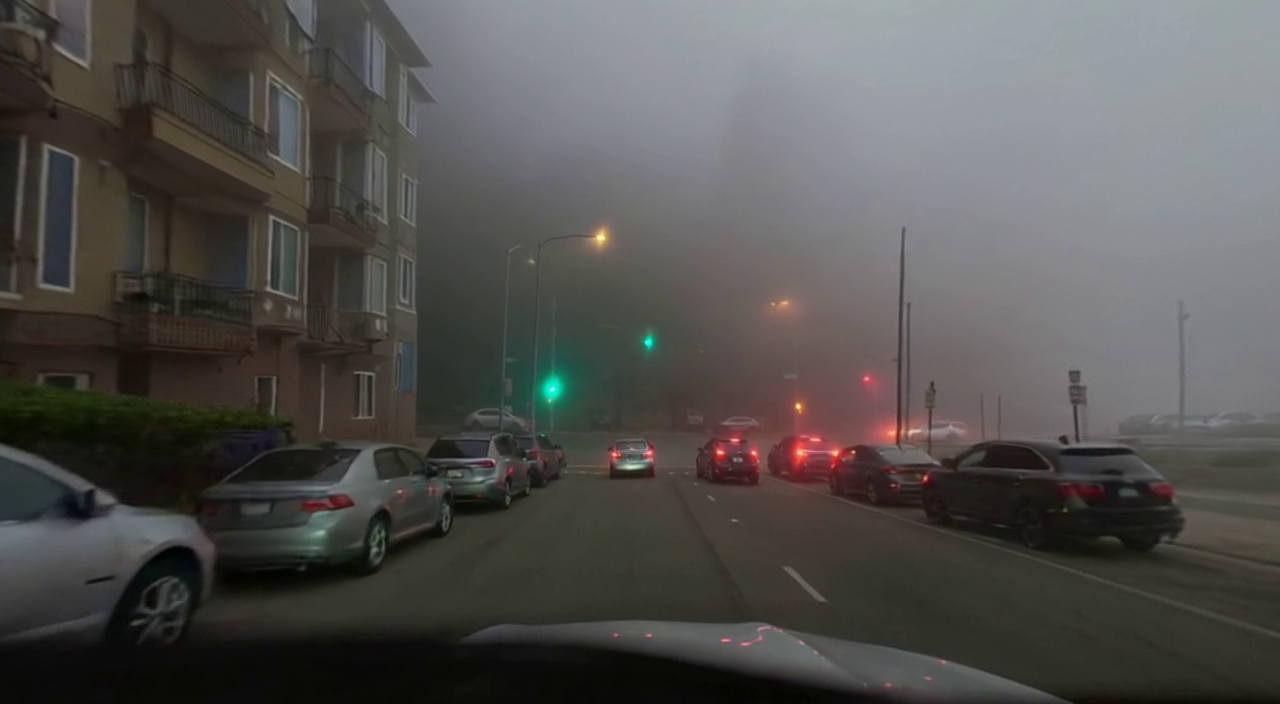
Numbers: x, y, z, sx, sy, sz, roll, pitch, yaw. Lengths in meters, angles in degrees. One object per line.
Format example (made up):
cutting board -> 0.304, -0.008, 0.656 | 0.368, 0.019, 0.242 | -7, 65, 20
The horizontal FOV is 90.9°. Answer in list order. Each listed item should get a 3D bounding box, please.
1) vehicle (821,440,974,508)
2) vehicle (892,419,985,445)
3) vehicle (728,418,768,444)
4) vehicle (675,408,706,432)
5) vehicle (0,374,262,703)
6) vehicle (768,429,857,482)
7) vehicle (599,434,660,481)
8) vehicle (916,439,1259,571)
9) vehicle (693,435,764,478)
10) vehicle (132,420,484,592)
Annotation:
vehicle -> 6.191, 2.966, 15.828 | 1.962, 1.438, 4.440 | 0, -9, 0
vehicle -> 18.460, 4.999, 39.175 | 4.738, 1.537, 1.960 | -1, -9, 3
vehicle -> 6.581, 4.889, 38.762 | 1.815, 1.519, 3.491 | 0, -9, 0
vehicle -> 3.817, 5.268, 48.503 | 2.093, 1.655, 4.327 | 0, -9, 1
vehicle -> -3.736, 0.909, 2.611 | 1.831, 1.650, 3.852 | 0, -9, 2
vehicle -> 6.184, 3.773, 23.189 | 1.999, 1.752, 4.502 | 0, -9, 1
vehicle -> -0.306, 3.611, 21.724 | 1.923, 1.460, 3.923 | 0, -9, 1
vehicle -> 6.102, 2.086, 9.469 | 1.938, 1.487, 4.371 | 0, -9, 0
vehicle -> 3.231, 3.924, 23.982 | 2.055, 1.450, 4.676 | 0, -9, 1
vehicle -> -3.471, 1.689, 7.807 | 1.869, 1.491, 4.458 | 0, -9, 1
